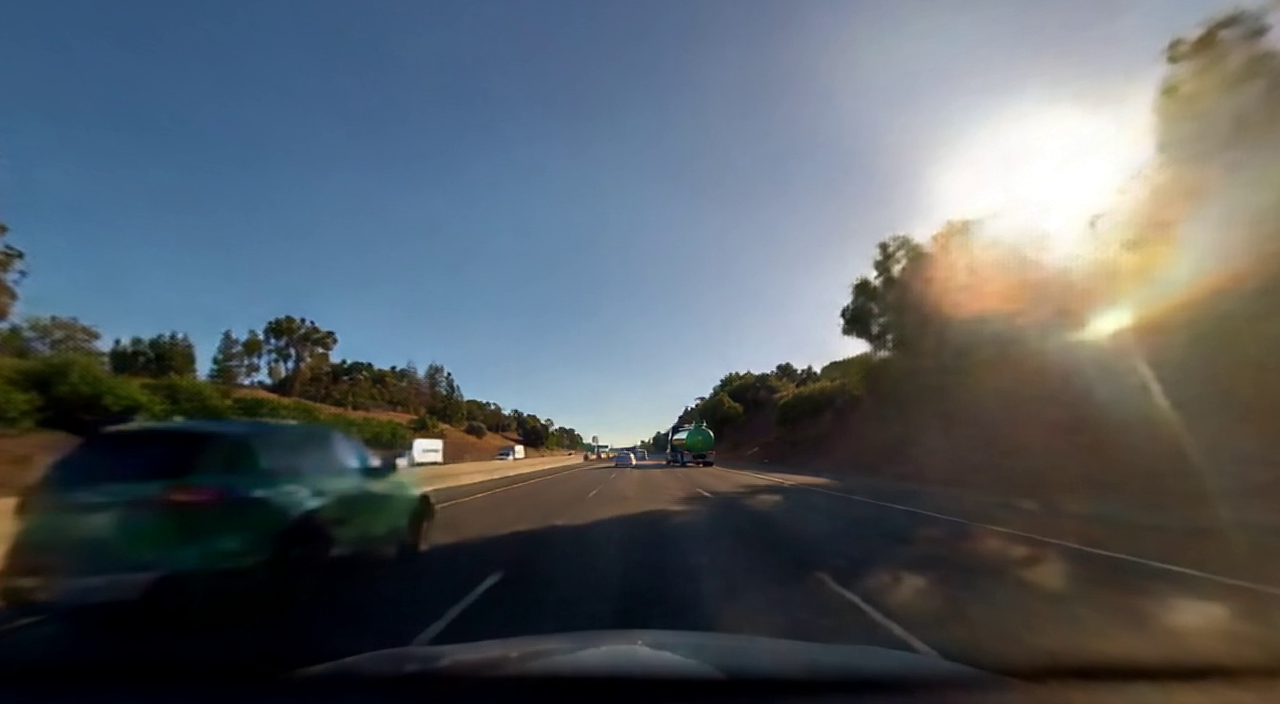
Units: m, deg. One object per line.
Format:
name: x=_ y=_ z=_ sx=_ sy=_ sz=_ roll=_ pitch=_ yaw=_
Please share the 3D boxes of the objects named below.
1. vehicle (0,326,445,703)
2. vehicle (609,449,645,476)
vehicle: x=-3.286 y=1.161 z=4.516 sx=2.258 sy=1.805 sz=4.665 roll=0 pitch=-9 yaw=0
vehicle: x=-0.713 y=6.463 z=37.129 sx=2.013 sy=1.498 sz=3.908 roll=-1 pitch=-9 yaw=1
